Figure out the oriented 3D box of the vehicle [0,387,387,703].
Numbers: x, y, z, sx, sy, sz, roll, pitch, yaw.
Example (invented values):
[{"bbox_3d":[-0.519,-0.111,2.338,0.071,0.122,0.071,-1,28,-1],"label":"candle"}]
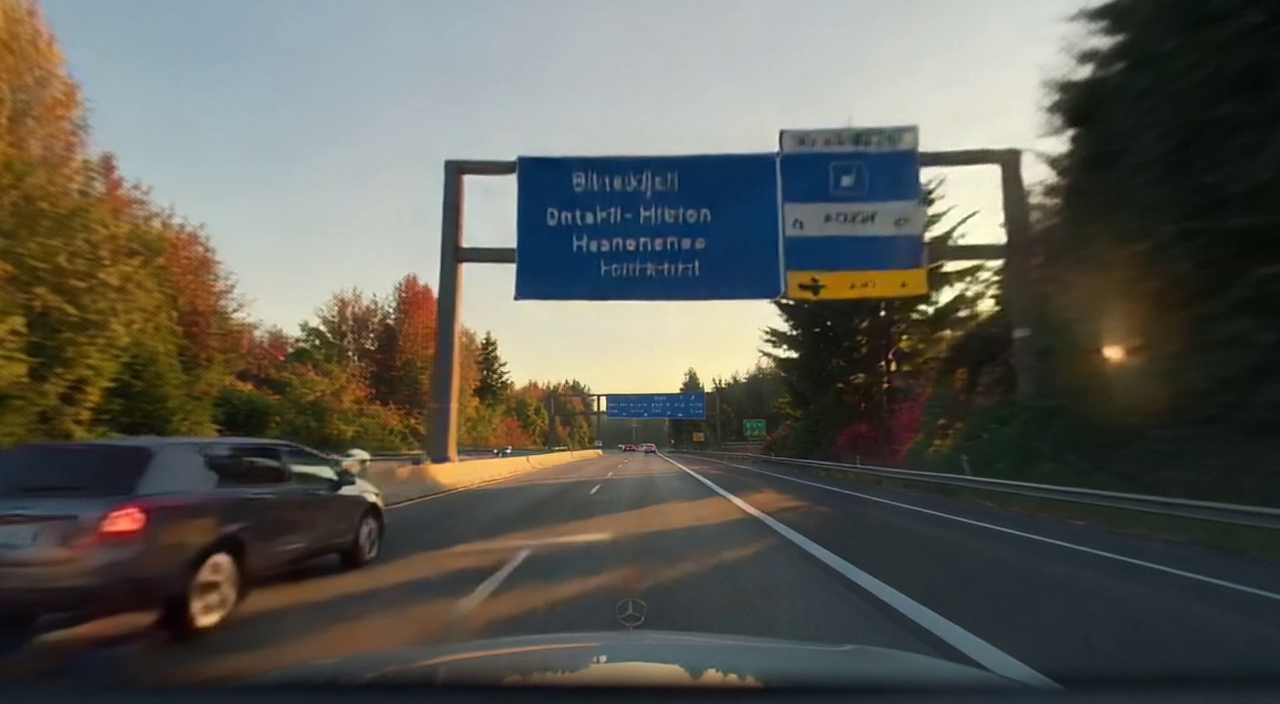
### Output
[{"bbox_3d":[-3.833,1.212,4.693,2.051,1.531,4.250,0,-8,1],"label":"vehicle"}]
